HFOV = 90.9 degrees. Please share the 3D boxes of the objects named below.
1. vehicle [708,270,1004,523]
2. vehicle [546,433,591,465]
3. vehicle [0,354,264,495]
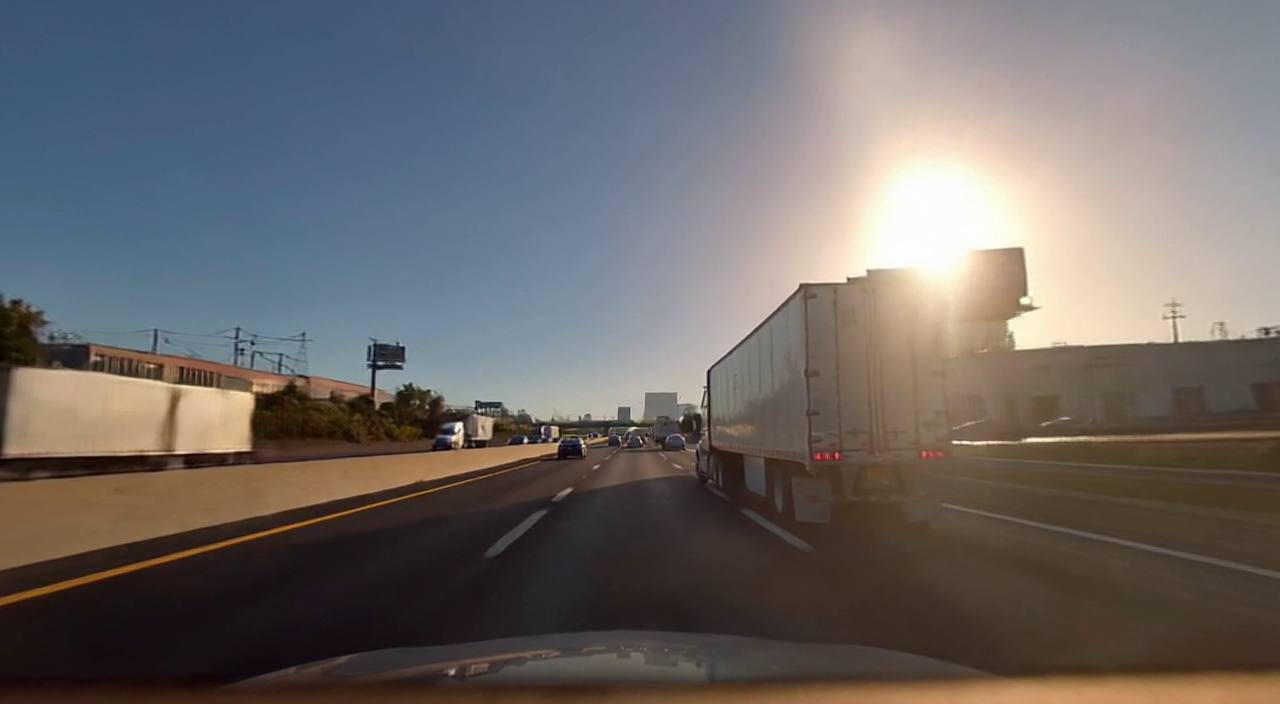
[{"bbox_3d":[3.831,1.378,15.149,2.871,3.815,11.331,0,-8,-1],"label":"vehicle"},{"bbox_3d":[-3.565,4.886,31.955,1.930,1.484,3.849,0,-8,-1],"label":"vehicle"},{"bbox_3d":[-20.181,2.917,24.247,2.895,4.107,13.894,0,-8,0],"label":"vehicle"}]
